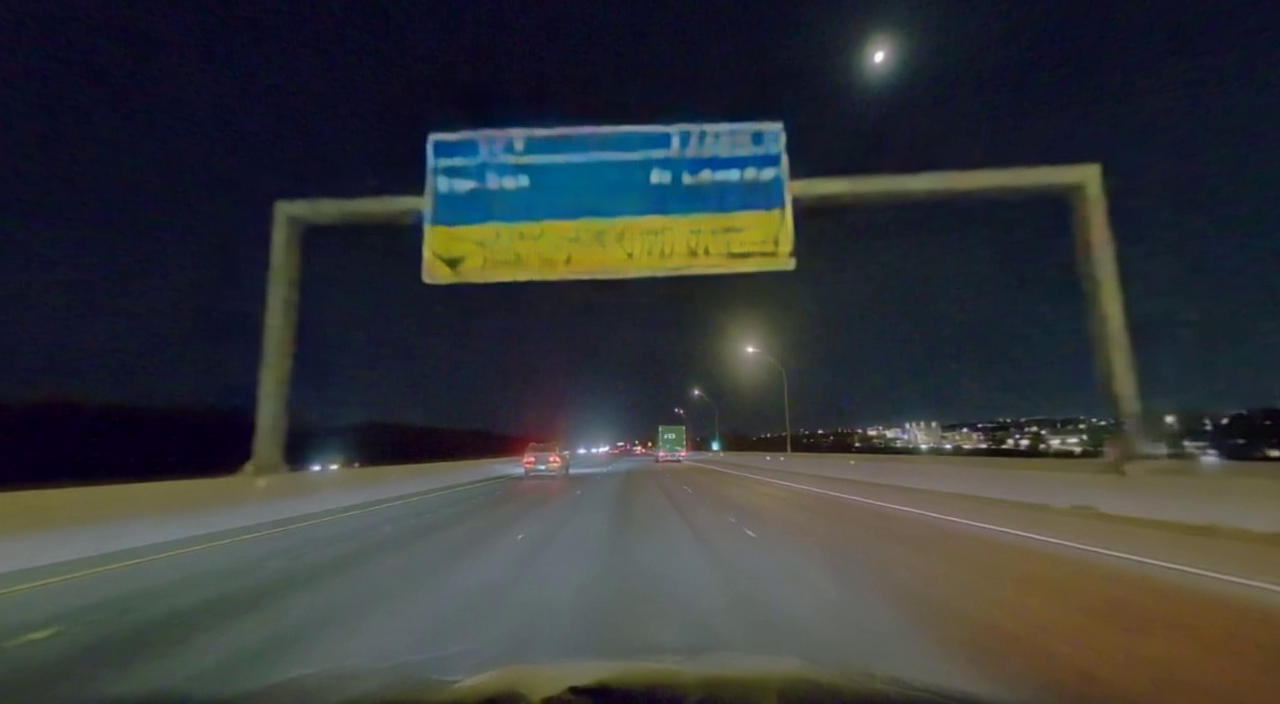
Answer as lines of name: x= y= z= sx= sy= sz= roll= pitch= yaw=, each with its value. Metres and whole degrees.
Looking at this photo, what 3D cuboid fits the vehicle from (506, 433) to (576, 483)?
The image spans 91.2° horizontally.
vehicle: x=-4.028 y=4.437 z=26.438 sx=2.173 sy=1.857 sz=4.800 roll=0 pitch=-9 yaw=0
